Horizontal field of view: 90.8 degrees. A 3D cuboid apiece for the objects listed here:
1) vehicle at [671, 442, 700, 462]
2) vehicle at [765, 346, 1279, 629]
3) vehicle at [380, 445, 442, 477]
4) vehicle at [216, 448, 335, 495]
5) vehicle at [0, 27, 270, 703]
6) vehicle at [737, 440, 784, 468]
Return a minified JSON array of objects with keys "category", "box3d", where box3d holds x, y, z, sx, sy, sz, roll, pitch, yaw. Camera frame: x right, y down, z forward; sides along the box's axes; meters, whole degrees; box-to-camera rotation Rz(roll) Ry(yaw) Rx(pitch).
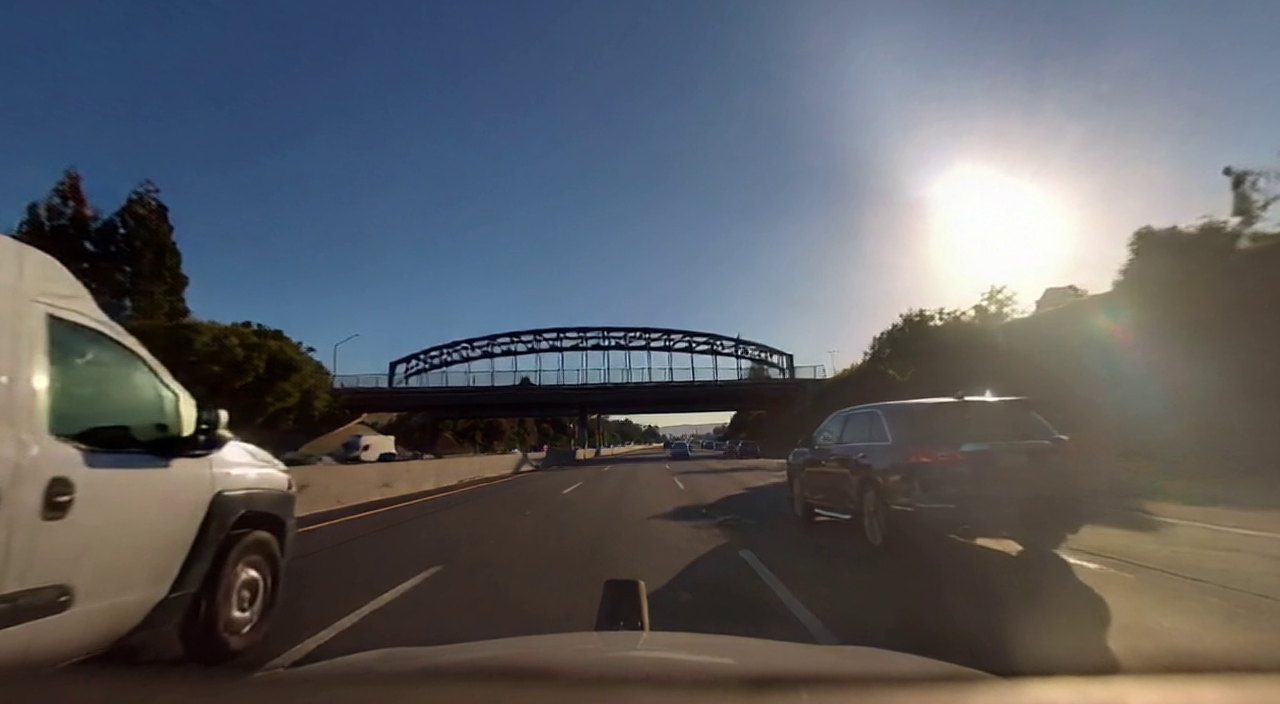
[{"category":"vehicle","box3d":[3.506,7.796,49.203,1.981,1.471,4.342,-1,-9,1]},{"category":"vehicle","box3d":[3.507,1.407,7.606,2.693,2.044,5.882,0,-9,-1]},{"category":"vehicle","box3d":[-17.553,8.337,48.779,2.339,1.879,5.755,-5,-6,3]},{"category":"vehicle","box3d":[-14.794,4.845,26.015,1.964,1.745,4.574,-1,-9,3]},{"category":"vehicle","box3d":[-3.381,-0.004,0.584,2.369,2.682,6.088,0,-9,0]},{"category":"vehicle","box3d":[7.070,6.053,37.473,1.989,1.529,4.375,-1,-9,0]}]
